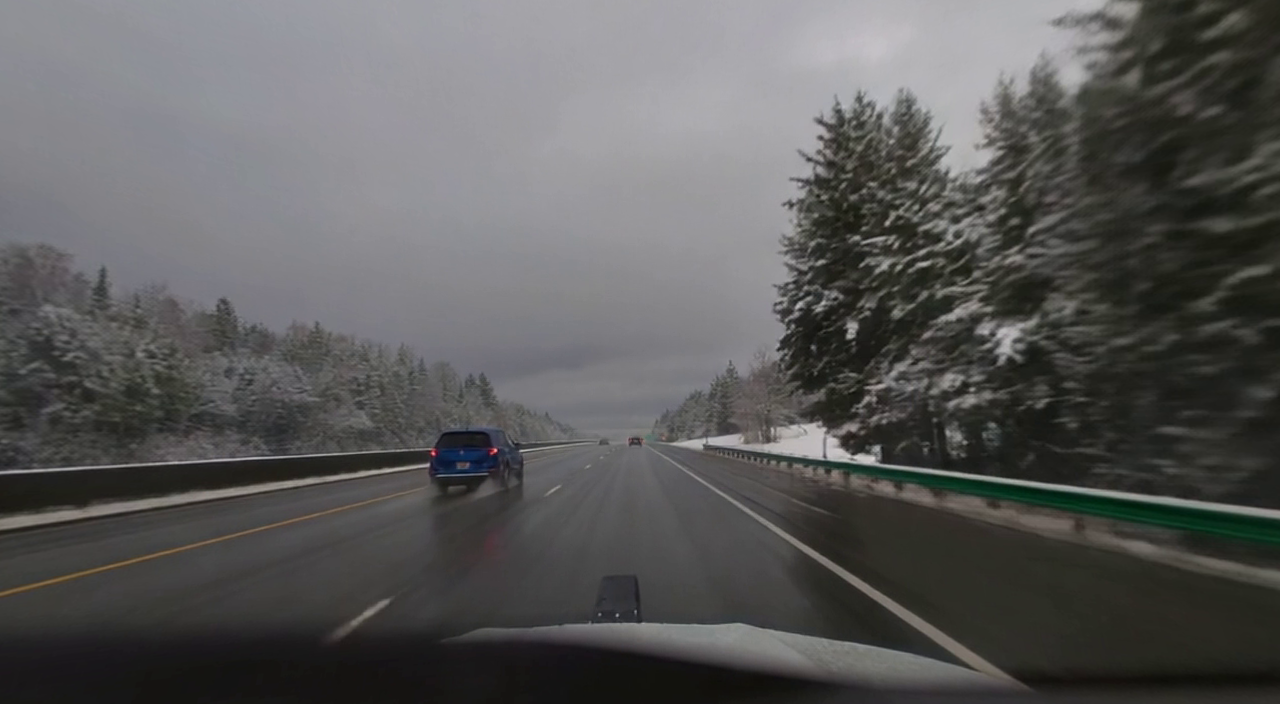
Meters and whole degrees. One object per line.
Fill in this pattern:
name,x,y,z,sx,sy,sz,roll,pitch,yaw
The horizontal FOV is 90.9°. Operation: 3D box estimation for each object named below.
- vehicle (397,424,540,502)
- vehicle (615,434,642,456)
vehicle,-3.784,2.518,14.916,2.072,1.545,4.767,0,-8,0
vehicle,-0.827,6.484,44.111,1.836,1.450,3.519,0,-8,-1
